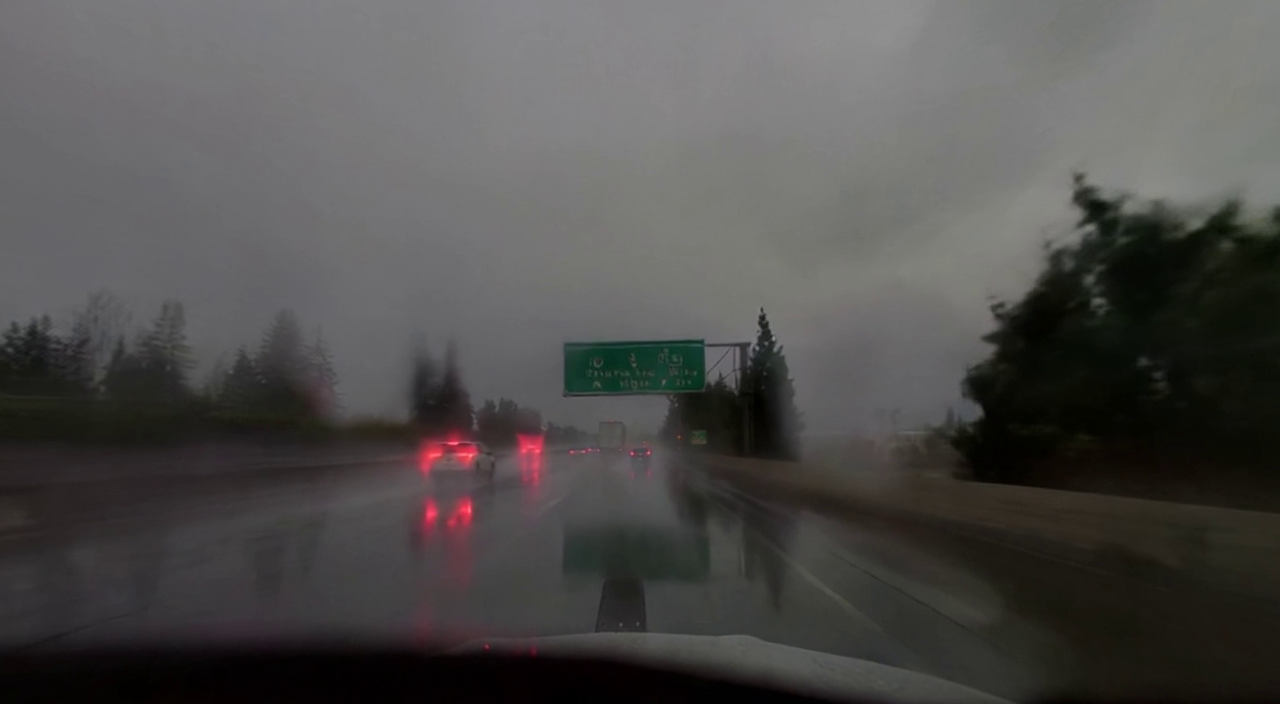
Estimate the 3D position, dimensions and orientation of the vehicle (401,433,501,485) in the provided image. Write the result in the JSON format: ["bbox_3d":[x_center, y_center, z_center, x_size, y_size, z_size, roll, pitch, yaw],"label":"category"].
[{"bbox_3d":[-7.189,4.130,24.679,2.115,1.778,5.572,0,-8,1],"label":"vehicle"}]

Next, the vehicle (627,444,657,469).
[{"bbox_3d":[0.147,7.035,42.619,1.931,1.528,4.126,0,-8,1],"label":"vehicle"}]
